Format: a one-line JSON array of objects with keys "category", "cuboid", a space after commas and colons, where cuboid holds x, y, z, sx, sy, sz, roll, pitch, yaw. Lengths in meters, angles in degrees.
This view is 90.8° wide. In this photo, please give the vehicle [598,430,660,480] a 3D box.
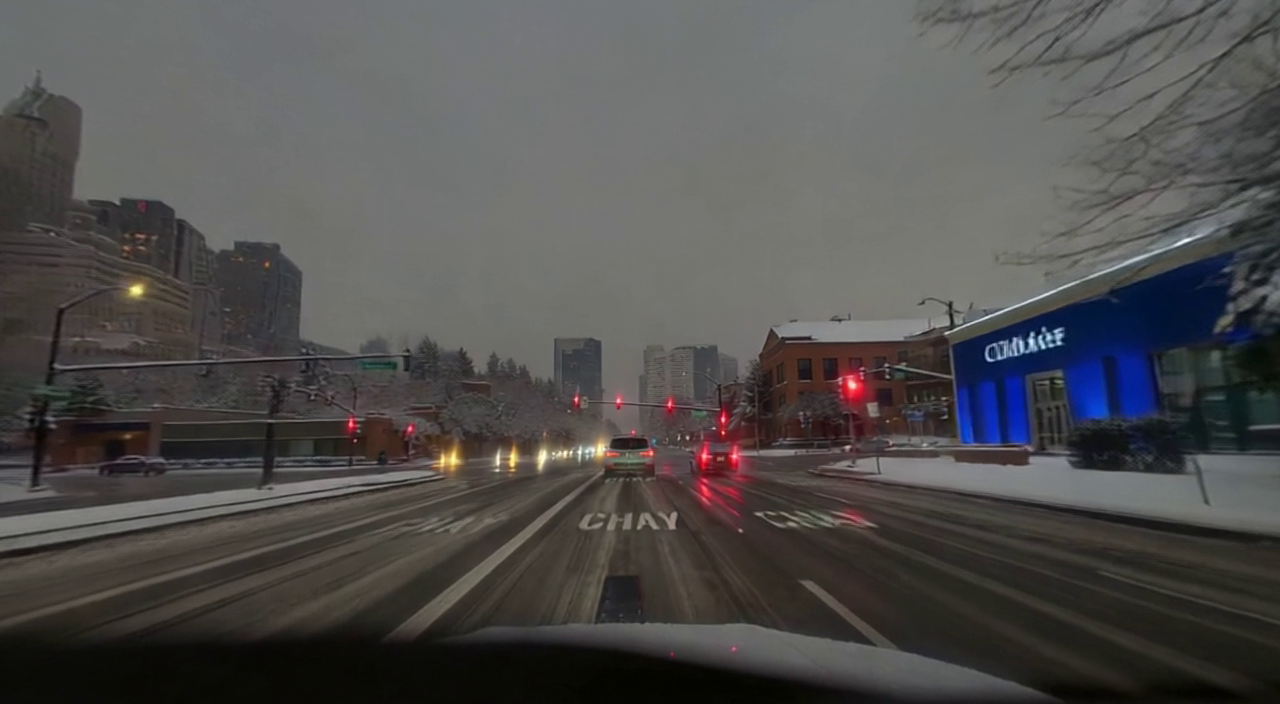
[{"category": "vehicle", "cuboid": [-0.416, 4.204, 25.979, 2.313, 1.860, 4.319, 0, -9, 0]}]

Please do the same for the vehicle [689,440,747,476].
[{"category": "vehicle", "cuboid": [3.467, 4.823, 28.925, 2.080, 1.472, 4.401, 0, -9, -1]}]

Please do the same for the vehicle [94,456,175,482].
[{"category": "vehicle", "cuboid": [-39.599, 9.138, 49.557, 4.610, 1.691, 2.034, -3, -8, -2]}]
